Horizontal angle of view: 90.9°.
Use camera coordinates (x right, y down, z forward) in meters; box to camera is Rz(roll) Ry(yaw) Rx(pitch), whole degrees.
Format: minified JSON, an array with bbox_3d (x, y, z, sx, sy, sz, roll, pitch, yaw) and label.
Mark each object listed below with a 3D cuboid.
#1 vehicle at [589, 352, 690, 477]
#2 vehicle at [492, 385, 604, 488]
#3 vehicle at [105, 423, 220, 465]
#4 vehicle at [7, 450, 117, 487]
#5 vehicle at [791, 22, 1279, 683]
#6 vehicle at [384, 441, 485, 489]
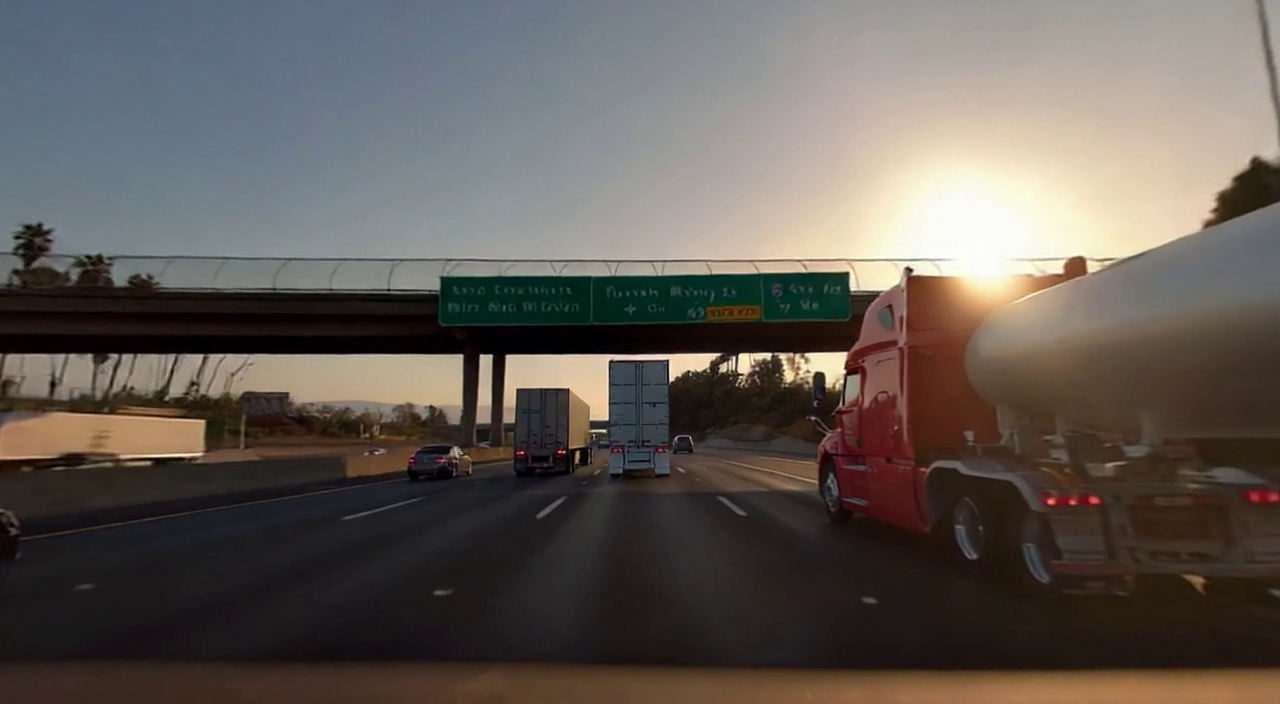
[{"bbox_3d":[-0.002,3.370,28.729,3.097,3.856,18.209,-1,-9,0],"label":"vehicle"},{"bbox_3d":[-3.226,3.462,25.511,2.786,3.228,11.082,0,-8,0],"label":"vehicle"},{"bbox_3d":[-31.554,6.125,42.015,2.618,2.576,6.182,-1,-8,2],"label":"vehicle"},{"bbox_3d":[-24.516,4.913,26.894,1.495,1.363,3.346,-2,-8,1],"label":"vehicle"},{"bbox_3d":[4.138,0.347,7.204,3.066,3.991,6.942,0,-8,1],"label":"vehicle"},{"bbox_3d":[-6.900,3.810,21.711,1.916,1.465,4.451,0,-8,1],"label":"vehicle"}]
